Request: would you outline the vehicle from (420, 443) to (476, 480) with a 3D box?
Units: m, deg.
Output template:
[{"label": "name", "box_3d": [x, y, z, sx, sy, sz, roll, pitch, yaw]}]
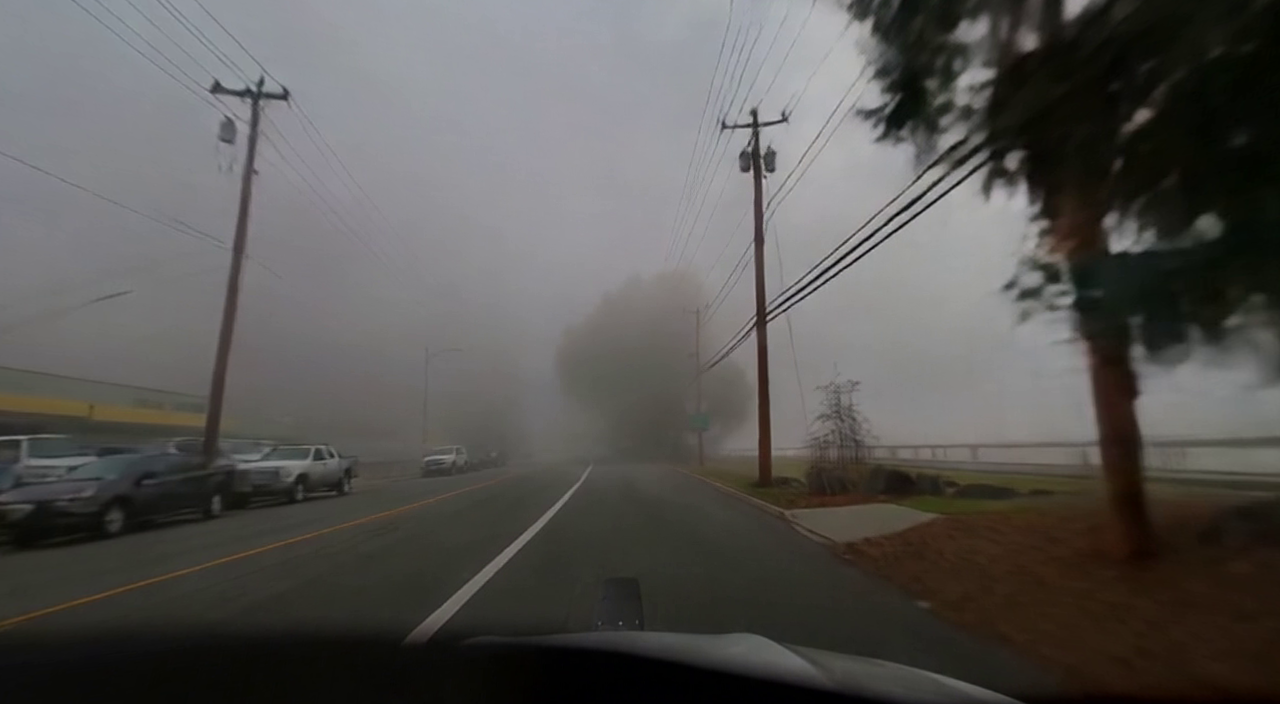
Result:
[{"label": "vehicle", "box_3d": [-10.670, 6.088, 35.452, 2.016, 1.872, 5.297, 0, -9, -6]}]

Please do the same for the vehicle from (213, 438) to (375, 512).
[{"label": "vehicle", "box_3d": [-9.723, 3.471, 18.402, 1.983, 1.799, 5.276, 0, -9, -3]}]

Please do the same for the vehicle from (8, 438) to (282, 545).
[{"label": "vehicle", "box_3d": [-9.565, 2.684, 12.874, 2.027, 1.719, 4.575, 0, -9, -3]}]
